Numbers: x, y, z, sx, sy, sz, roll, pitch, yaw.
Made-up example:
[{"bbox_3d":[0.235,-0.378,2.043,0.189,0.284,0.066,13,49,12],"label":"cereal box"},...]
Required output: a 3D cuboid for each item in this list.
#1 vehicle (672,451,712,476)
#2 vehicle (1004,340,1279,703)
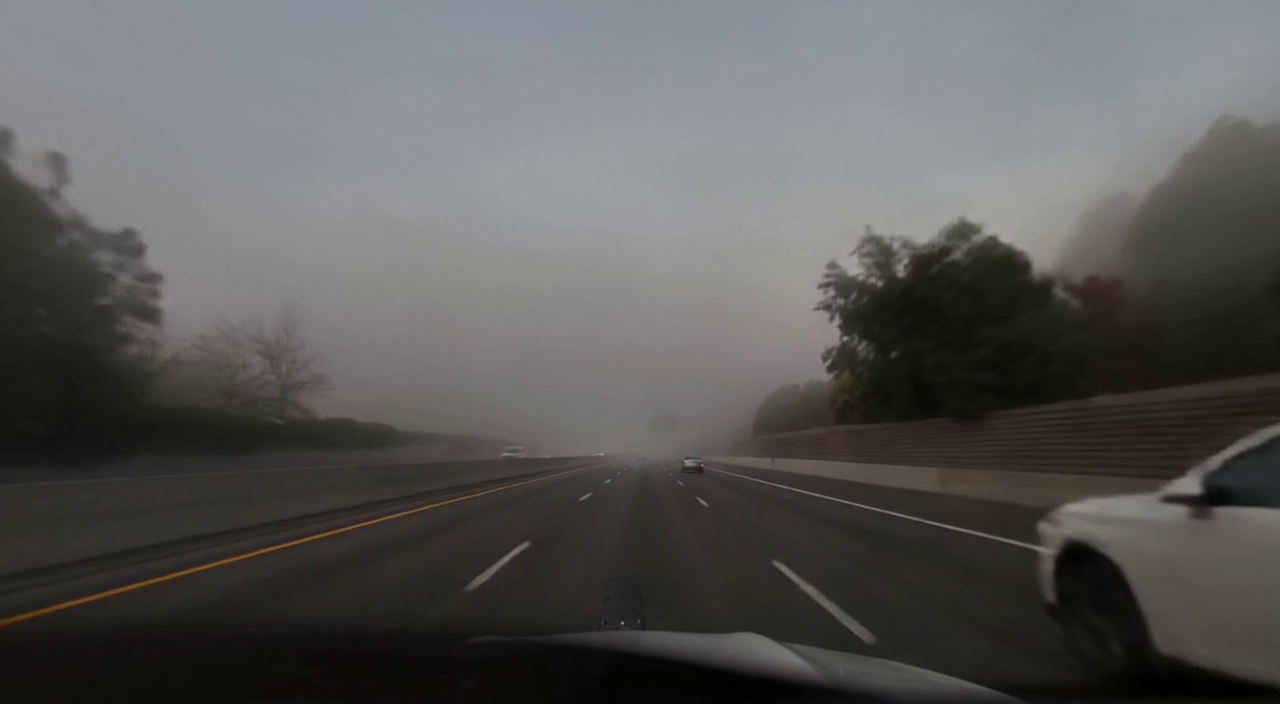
[{"bbox_3d":[3.095,6.750,38.335,2.065,1.400,4.028,0,-9,0],"label":"vehicle"},{"bbox_3d":[3.436,0.667,1.564,1.980,1.674,5.118,0,-9,0],"label":"vehicle"}]
